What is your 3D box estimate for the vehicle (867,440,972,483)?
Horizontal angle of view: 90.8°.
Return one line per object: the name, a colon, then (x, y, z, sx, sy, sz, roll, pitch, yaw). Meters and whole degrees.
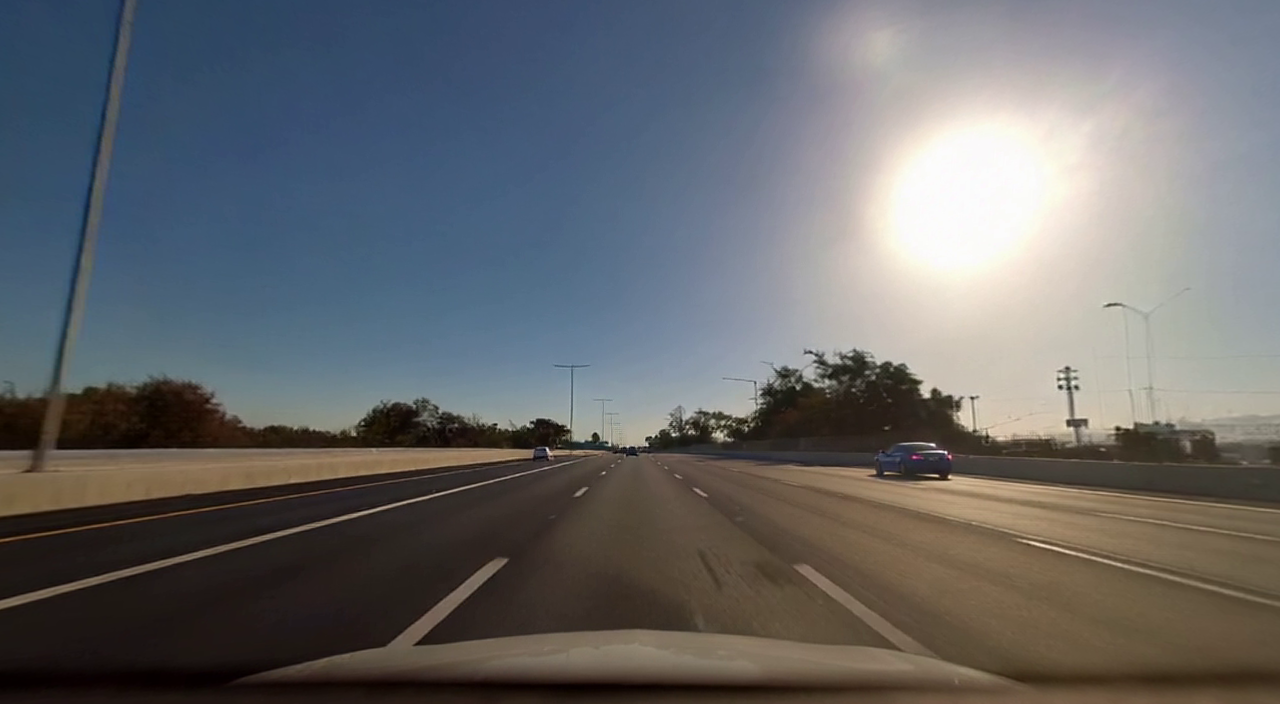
vehicle: (10.741, 4.222, 24.725, 1.985, 1.493, 4.486, 0, -9, -1)
